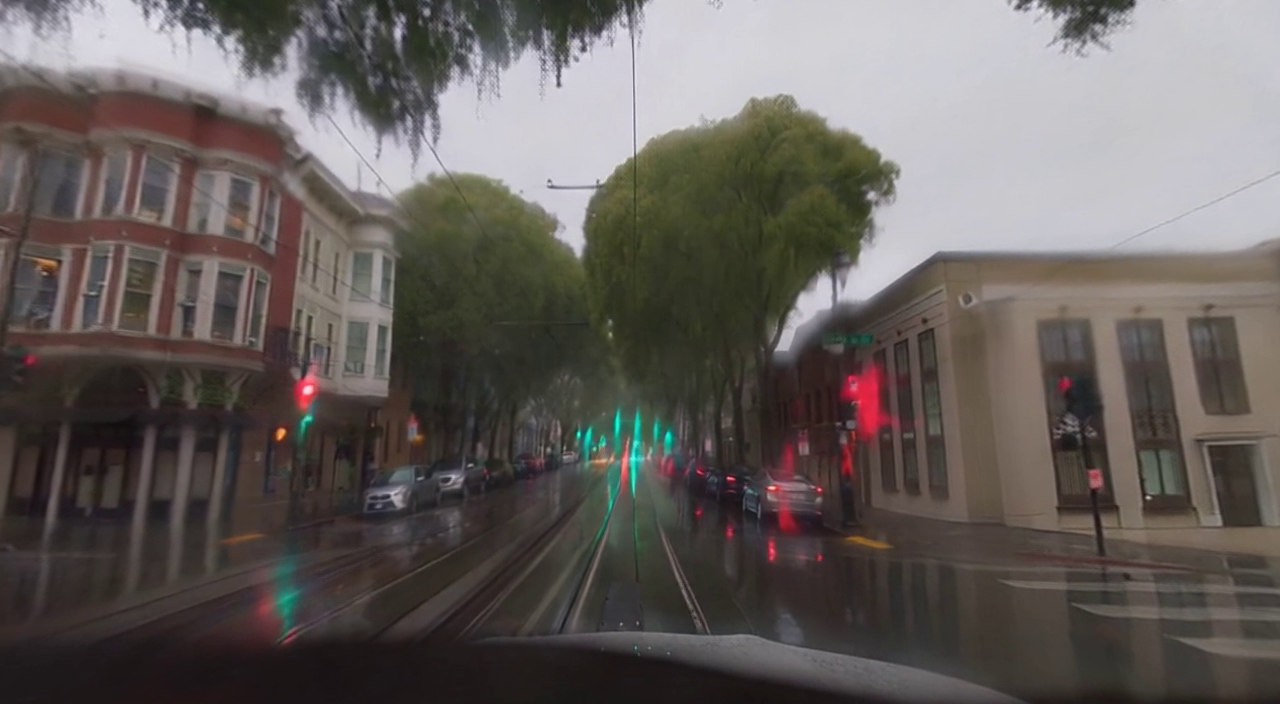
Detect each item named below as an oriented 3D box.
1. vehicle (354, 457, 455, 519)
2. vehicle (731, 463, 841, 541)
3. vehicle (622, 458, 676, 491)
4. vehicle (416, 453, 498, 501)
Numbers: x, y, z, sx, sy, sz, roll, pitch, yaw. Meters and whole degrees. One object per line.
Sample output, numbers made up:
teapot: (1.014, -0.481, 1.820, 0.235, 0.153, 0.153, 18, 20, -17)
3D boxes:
vehicle: (-7.421, 4.463, 20.335, 1.779, 1.588, 3.953, 2, -17, -2)
vehicle: (3.844, 4.019, 17.482, 1.929, 1.723, 4.134, 0, -8, -2)
vehicle: (0.410, 6.427, 33.444, 1.984, 1.571, 3.404, 2, -9, -15)
vehicle: (-7.420, 5.223, 26.117, 1.861, 1.751, 4.550, 1, -13, 2)
